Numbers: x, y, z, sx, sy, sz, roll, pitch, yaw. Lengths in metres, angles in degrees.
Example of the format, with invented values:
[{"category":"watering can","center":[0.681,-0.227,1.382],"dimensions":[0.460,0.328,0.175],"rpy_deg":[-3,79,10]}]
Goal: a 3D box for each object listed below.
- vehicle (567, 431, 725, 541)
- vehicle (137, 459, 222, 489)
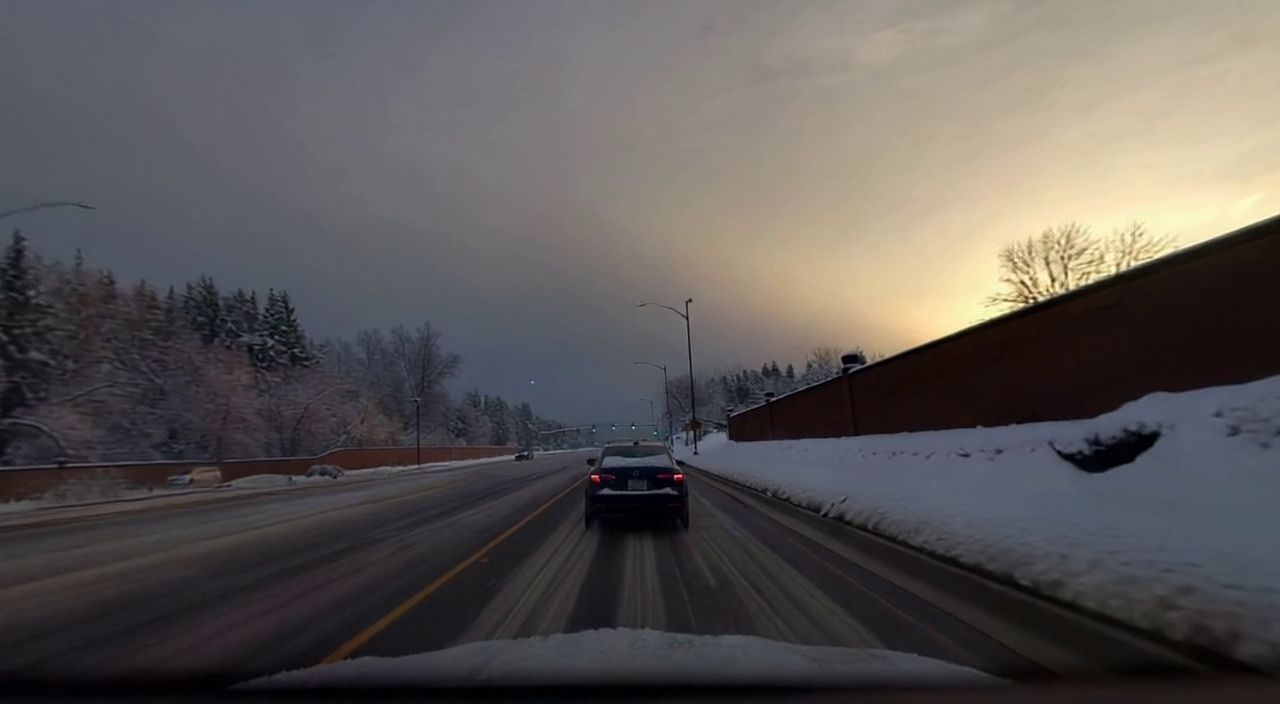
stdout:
[{"category":"vehicle","center":[0.077,2.192,11.008],"dimensions":[2.205,1.509,4.272],"rpy_deg":[0,-8,0]},{"category":"vehicle","center":[-28.512,7.541,39.292],"dimensions":[1.937,1.643,4.453],"rpy_deg":[0,-8,0]}]
